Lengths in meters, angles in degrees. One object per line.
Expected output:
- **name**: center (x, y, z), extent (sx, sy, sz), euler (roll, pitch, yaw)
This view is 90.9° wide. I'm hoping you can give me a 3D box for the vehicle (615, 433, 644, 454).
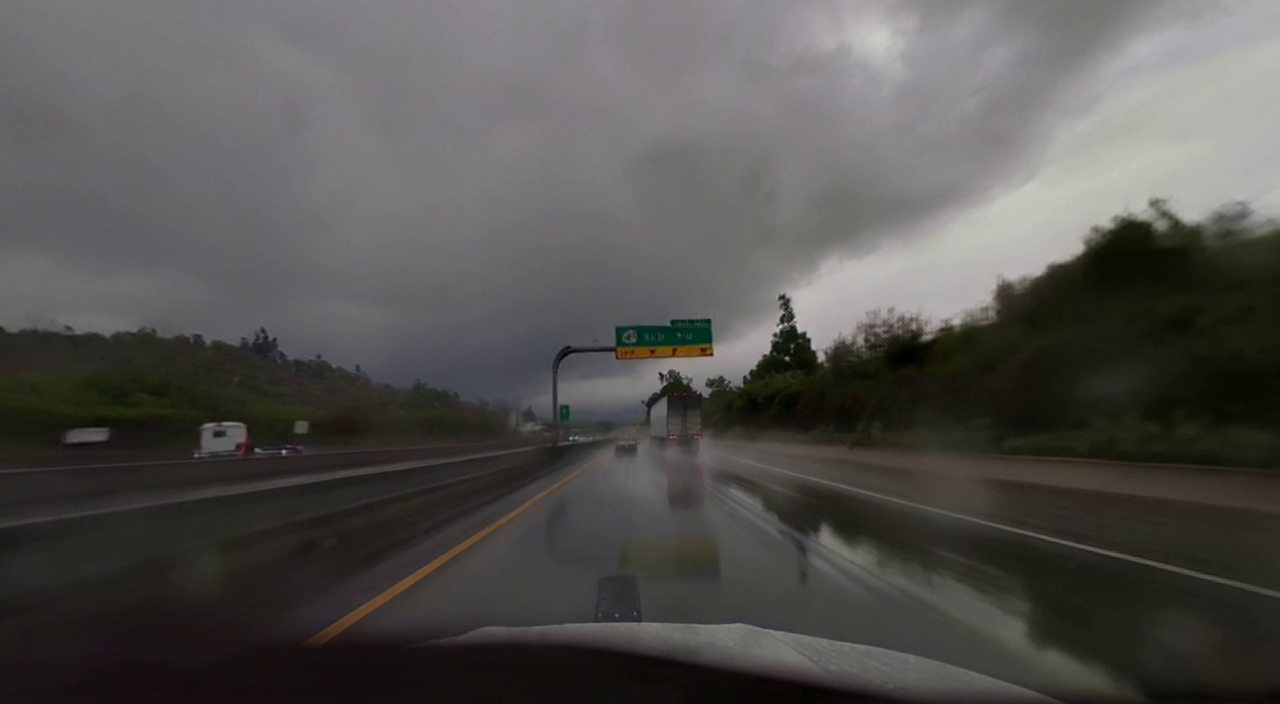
- **vehicle**: center (-0.807, 6.879, 47.513), extent (2.095, 1.557, 3.963), euler (0, -8, -1)
